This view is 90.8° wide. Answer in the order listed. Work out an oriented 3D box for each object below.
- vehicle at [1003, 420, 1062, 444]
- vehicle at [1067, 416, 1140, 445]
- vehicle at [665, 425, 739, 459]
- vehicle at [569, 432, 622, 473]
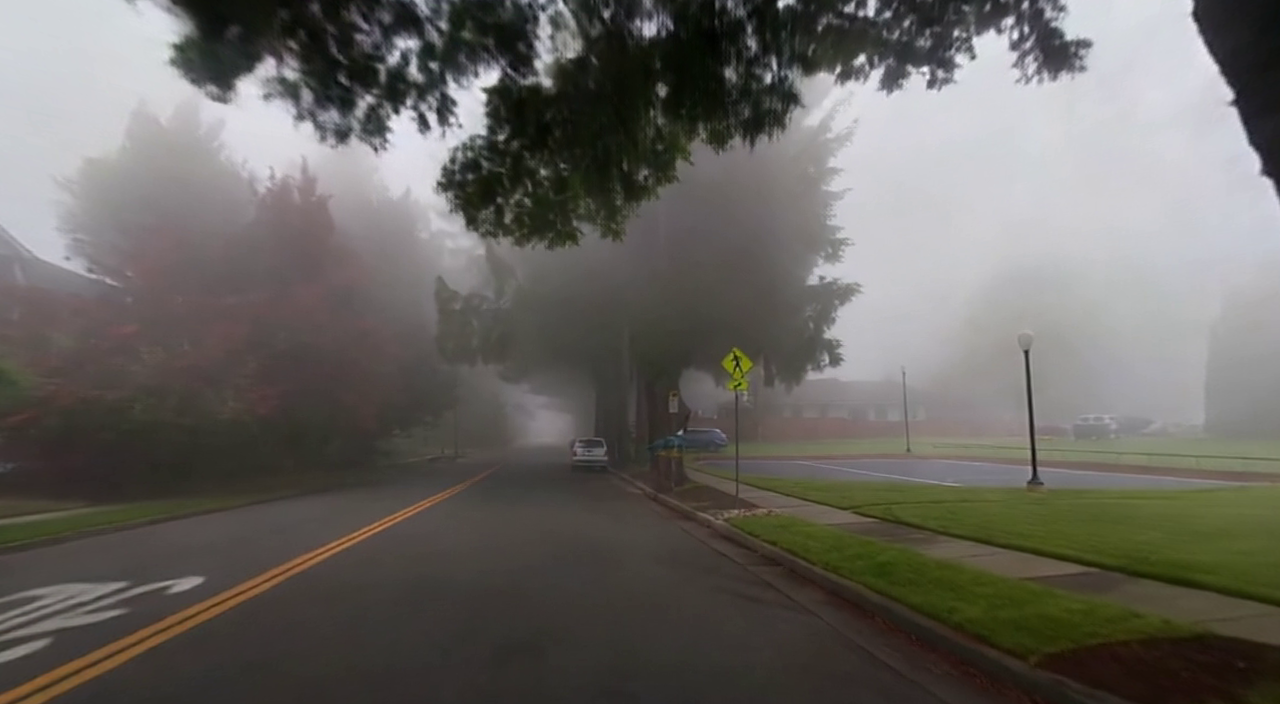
[{"bbox_3d":[28.029,5.756,45.072,4.245,1.601,1.912,6,-10,-34],"label":"vehicle"},{"bbox_3d":[28.557,4.877,38.900,4.481,1.634,1.973,6,-10,-32],"label":"vehicle"},{"bbox_3d":[3.918,5.623,39.684,4.390,1.696,1.954,0,-6,-39],"label":"vehicle"},{"bbox_3d":[-2.172,4.742,29.983,2.204,1.776,4.262,1,-9,-8],"label":"vehicle"}]
